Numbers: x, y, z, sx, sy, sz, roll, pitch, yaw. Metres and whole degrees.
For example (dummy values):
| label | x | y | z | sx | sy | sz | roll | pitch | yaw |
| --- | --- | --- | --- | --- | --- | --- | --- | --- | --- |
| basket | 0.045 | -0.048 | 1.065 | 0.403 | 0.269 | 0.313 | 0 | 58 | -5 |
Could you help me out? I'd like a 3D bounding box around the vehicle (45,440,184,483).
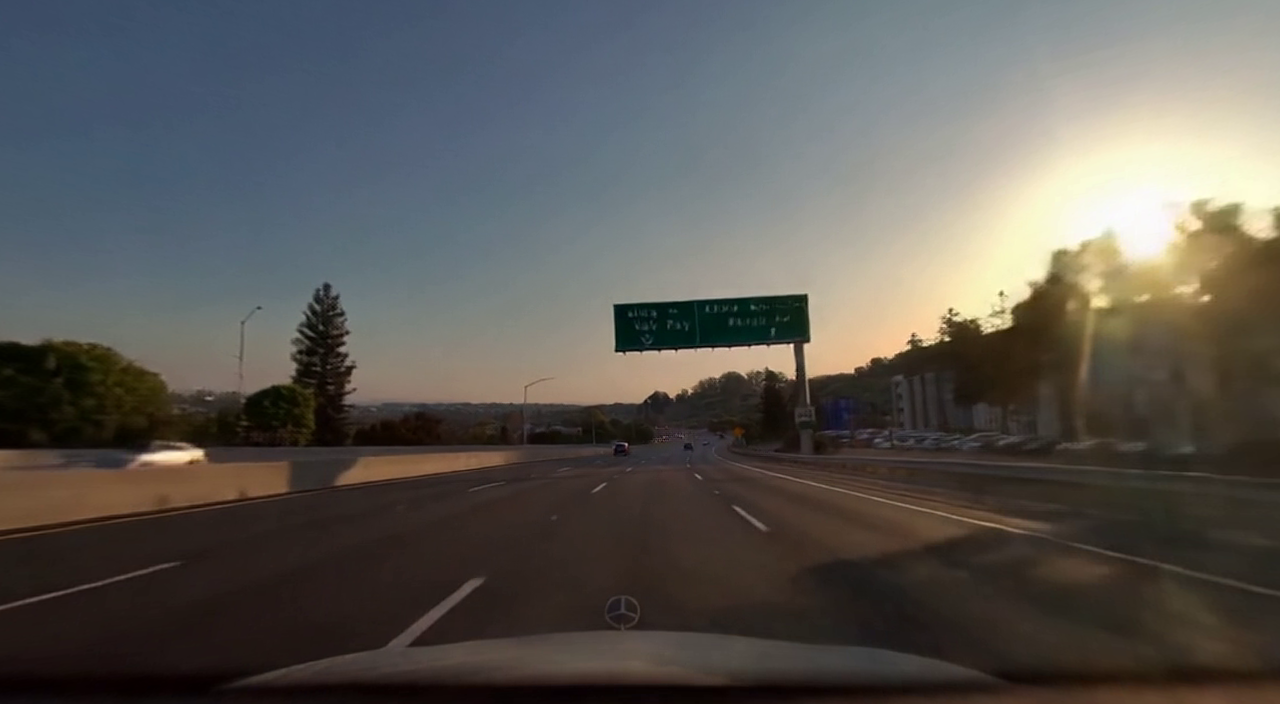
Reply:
| label | x | y | z | sx | sy | sz | roll | pitch | yaw |
| --- | --- | --- | --- | --- | --- | --- | --- | --- | --- |
| vehicle | -22.890 | 4.761 | 27.717 | 1.943 | 1.701 | 4.638 | -1 | -9 | 3 |
